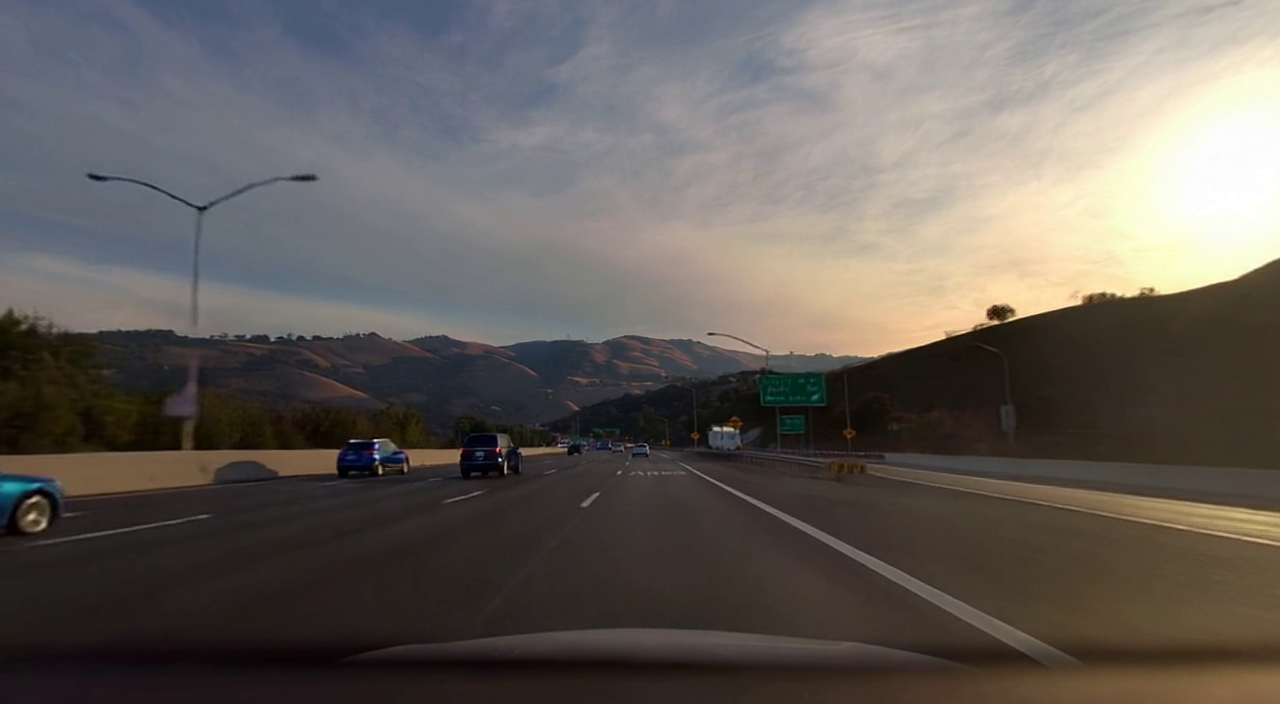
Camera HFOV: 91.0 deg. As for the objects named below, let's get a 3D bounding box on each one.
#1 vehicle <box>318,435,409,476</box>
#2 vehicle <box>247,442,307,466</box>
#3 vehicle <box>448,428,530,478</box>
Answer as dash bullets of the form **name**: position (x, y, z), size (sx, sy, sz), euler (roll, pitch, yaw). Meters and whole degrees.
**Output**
- **vehicle**: position (-13.255, 4.998, 30.573), size (2.079, 1.822, 4.893), euler (0, -9, 1)
- **vehicle**: position (-24.510, 6.900, 42.688), size (1.710, 1.505, 3.795), euler (0, -9, 2)
- **vehicle**: position (-6.391, 4.369, 27.254), size (2.219, 1.947, 4.924), euler (0, -9, 1)
